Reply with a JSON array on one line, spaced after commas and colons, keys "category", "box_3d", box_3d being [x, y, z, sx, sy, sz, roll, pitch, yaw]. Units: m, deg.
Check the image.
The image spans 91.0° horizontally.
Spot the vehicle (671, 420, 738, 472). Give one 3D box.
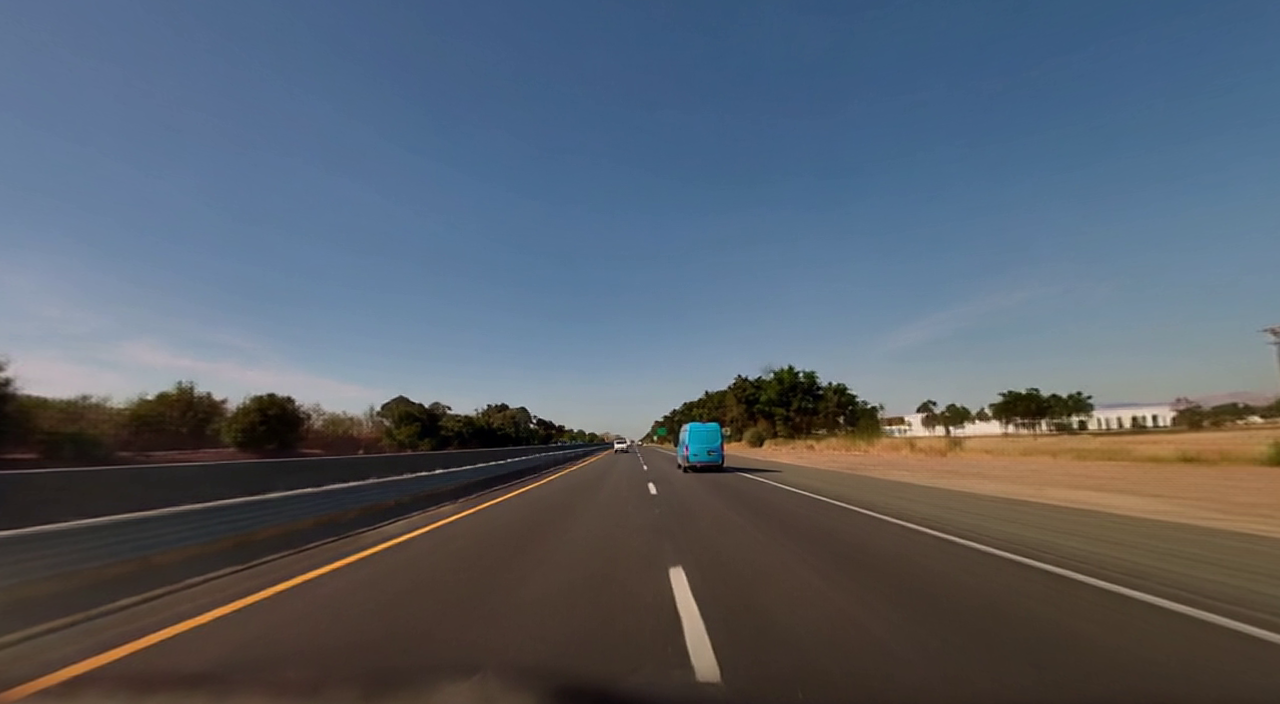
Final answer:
[{"category": "vehicle", "box_3d": [2.693, 4.108, 27.684, 2.269, 2.048, 4.679, 0, -8, -2]}]

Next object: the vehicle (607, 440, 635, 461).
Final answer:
[{"category": "vehicle", "box_3d": [-1.368, 7.190, 46.256, 2.005, 1.466, 3.739, 0, -8, -1]}]
